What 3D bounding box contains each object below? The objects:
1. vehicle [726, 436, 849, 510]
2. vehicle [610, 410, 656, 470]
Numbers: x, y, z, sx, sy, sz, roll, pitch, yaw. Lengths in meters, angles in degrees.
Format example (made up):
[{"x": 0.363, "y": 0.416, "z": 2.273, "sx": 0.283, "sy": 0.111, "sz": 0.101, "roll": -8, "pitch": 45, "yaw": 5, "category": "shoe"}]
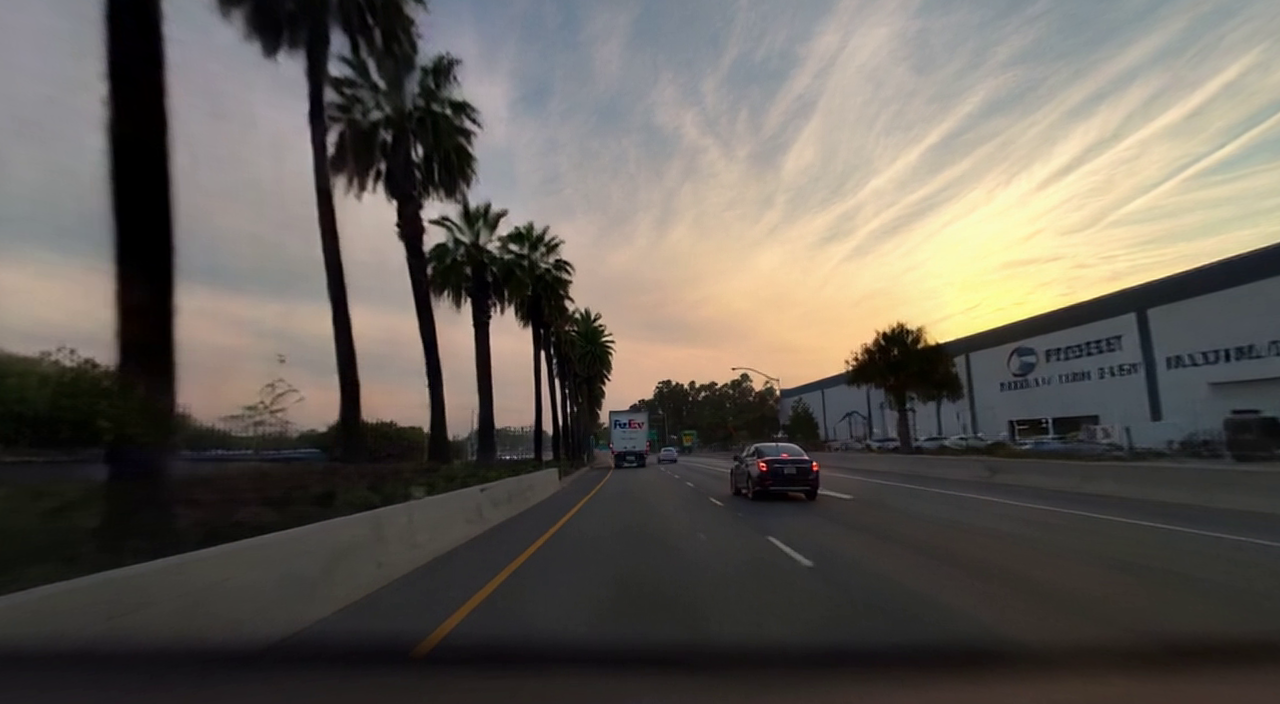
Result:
[{"x": 3.448, "y": 2.907, "z": 15.618, "sx": 1.966, "sy": 1.558, "sz": 4.238, "roll": 0, "pitch": -9, "yaw": -1, "category": "vehicle"}, {"x": -0.652, "y": 6.999, "z": 49.752, "sx": 3.243, "sy": 4.134, "sz": 11.656, "roll": 0, "pitch": -9, "yaw": -2, "category": "vehicle"}]
